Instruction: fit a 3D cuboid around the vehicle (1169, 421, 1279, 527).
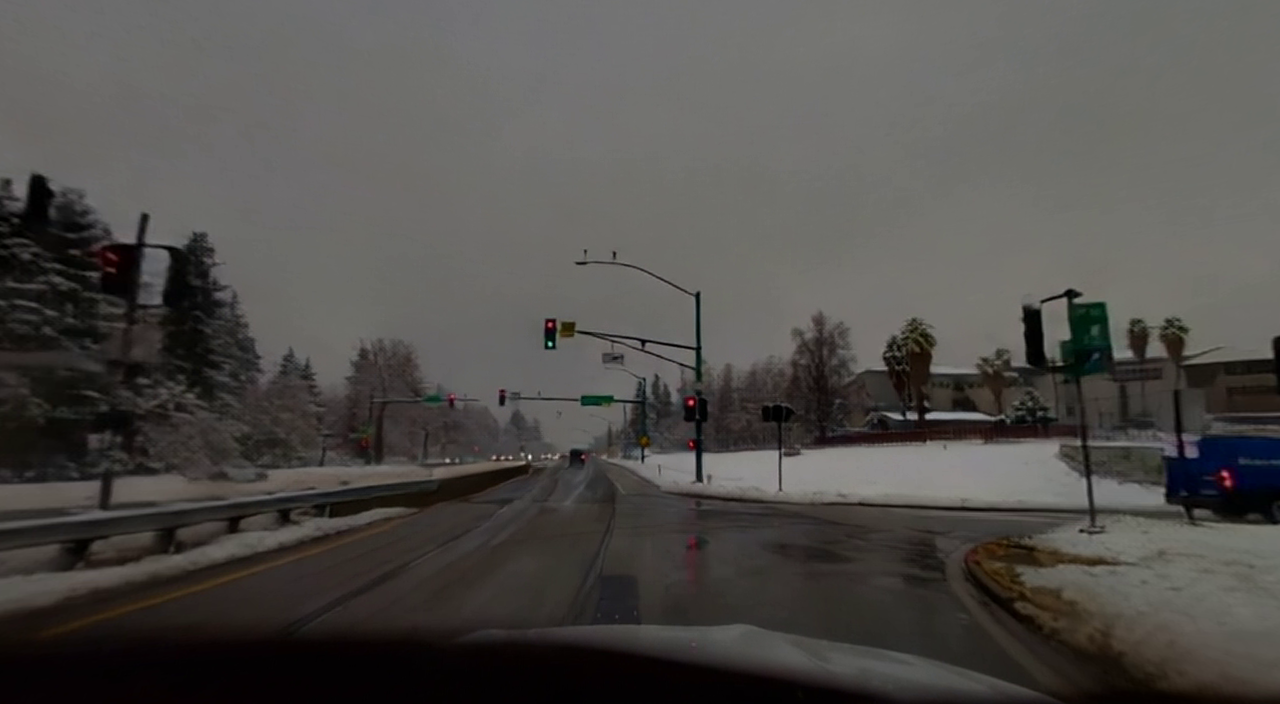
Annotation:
[{"bbox_3d":[19.821,3.725,19.727,4.180,3.020,2.606,1,-9,-7],"label":"vehicle"}]
